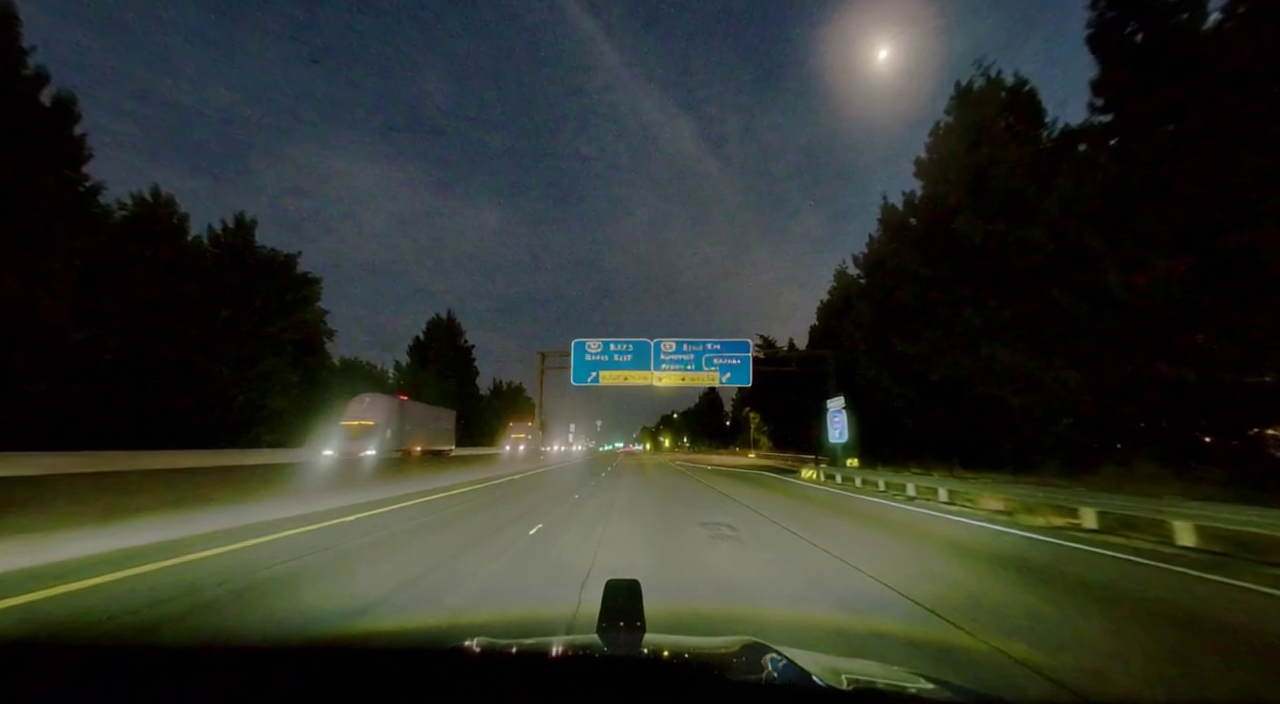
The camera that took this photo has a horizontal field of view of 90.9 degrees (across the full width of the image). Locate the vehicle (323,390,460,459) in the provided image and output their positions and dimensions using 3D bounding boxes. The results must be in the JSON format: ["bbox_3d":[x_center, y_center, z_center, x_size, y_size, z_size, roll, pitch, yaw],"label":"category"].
[{"bbox_3d":[-16.331,5.371,43.698,2.878,3.843,16.564,0,-9,0],"label":"vehicle"}]
